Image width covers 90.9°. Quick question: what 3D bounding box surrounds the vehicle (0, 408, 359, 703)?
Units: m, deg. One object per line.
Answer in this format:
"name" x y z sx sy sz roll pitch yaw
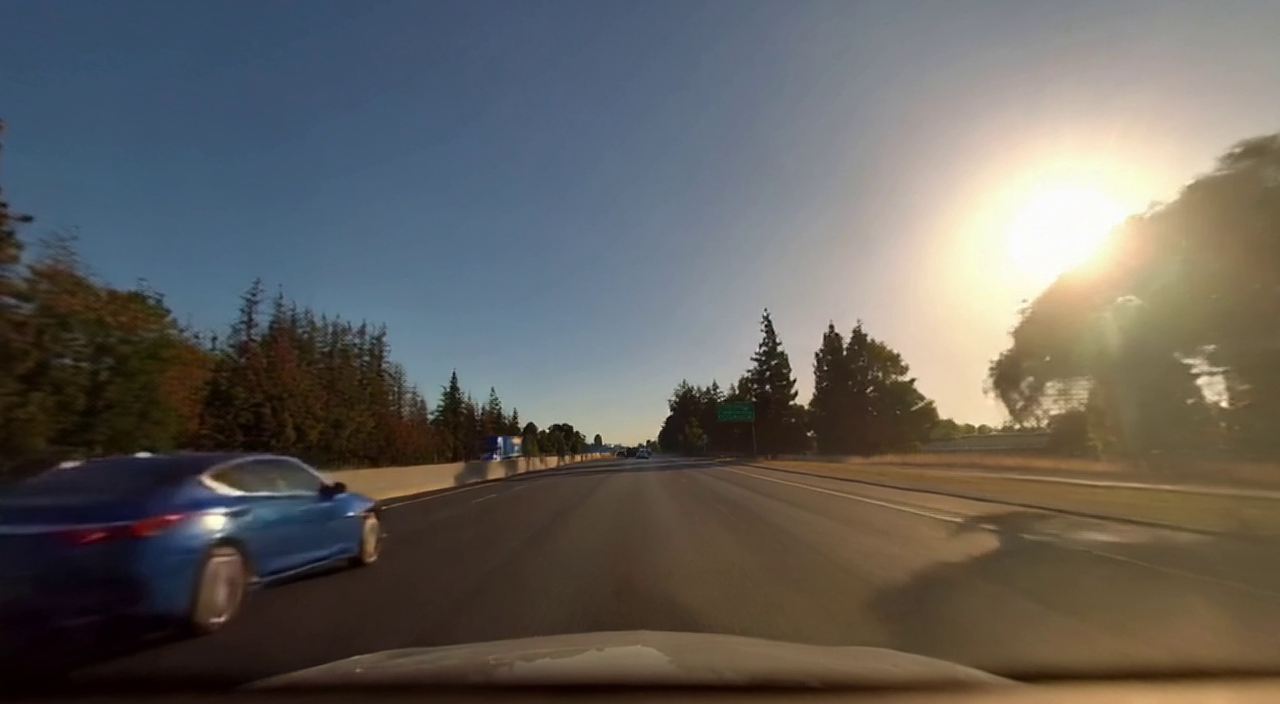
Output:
"vehicle" -4.178 1.219 4.157 2.128 1.521 5.409 0 -9 0
